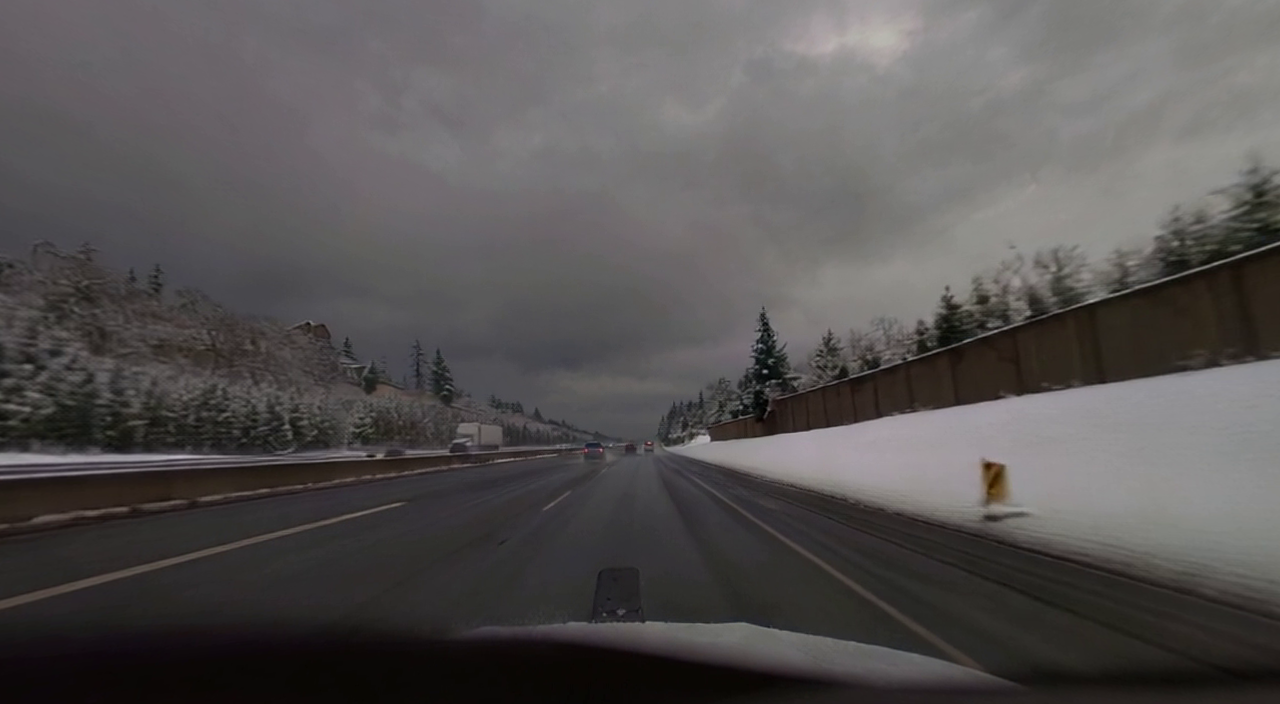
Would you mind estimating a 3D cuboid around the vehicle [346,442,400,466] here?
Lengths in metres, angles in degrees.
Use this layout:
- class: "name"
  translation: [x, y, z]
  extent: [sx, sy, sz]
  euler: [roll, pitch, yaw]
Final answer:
- class: "vehicle"
  translation: [-18.901, 7.218, 44.846]
  extent: [1.934, 1.555, 4.287]
  euler: [0, -9, 1]
